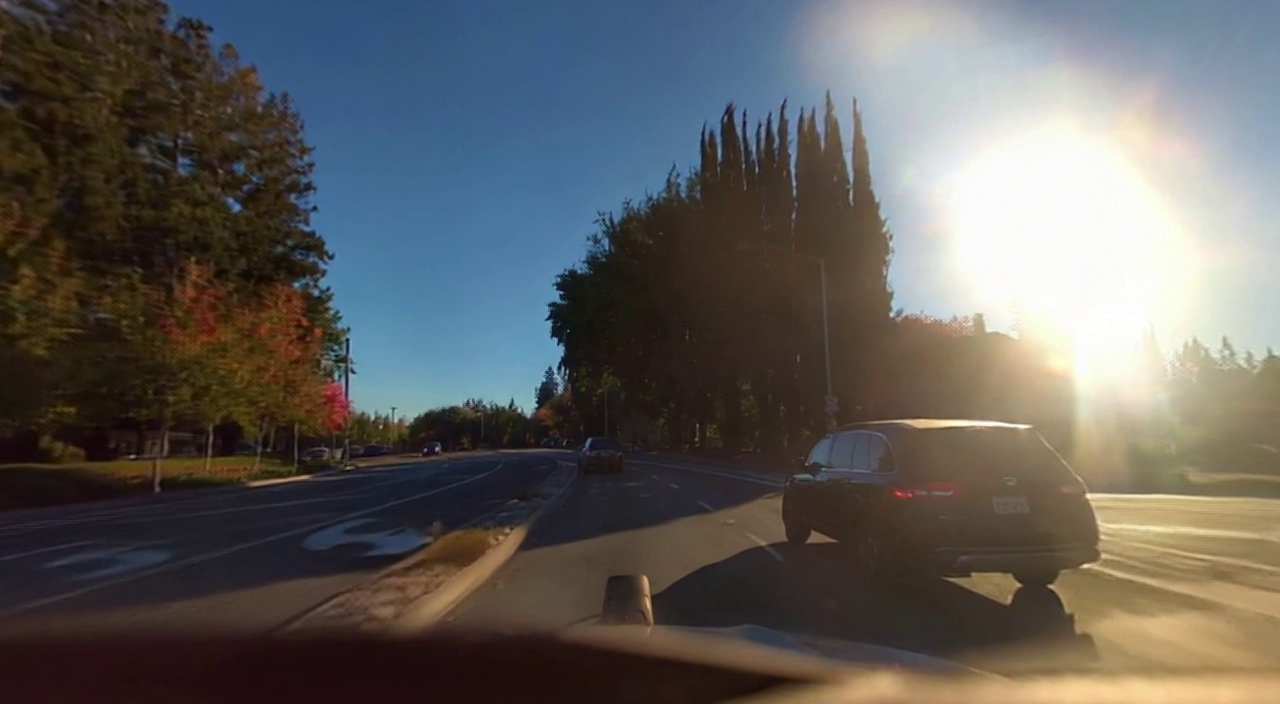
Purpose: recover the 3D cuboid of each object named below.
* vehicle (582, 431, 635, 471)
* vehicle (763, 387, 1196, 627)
[{"bbox_3d":[-1.694,5.011,31.995,2.185,1.822,4.583,1,-9,-9],"label":"vehicle"},{"bbox_3d":[2.870,1.442,6.837,2.024,1.686,4.588,0,-9,-2],"label":"vehicle"}]
